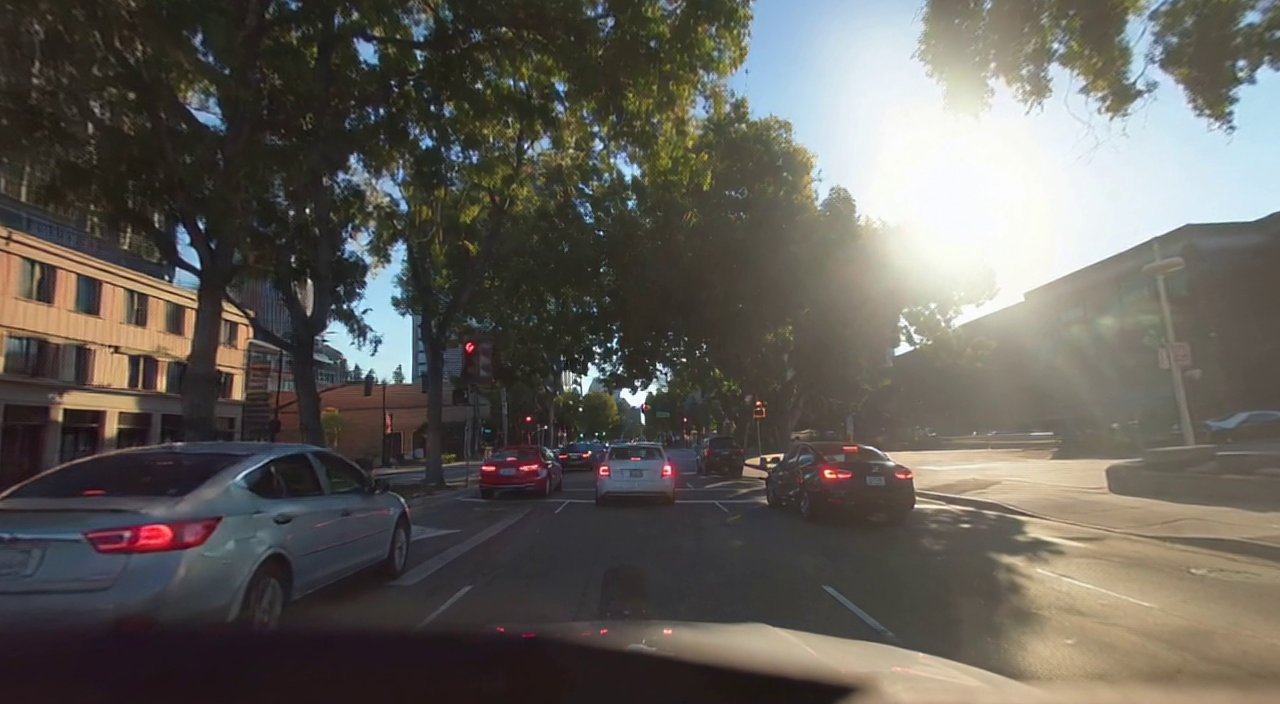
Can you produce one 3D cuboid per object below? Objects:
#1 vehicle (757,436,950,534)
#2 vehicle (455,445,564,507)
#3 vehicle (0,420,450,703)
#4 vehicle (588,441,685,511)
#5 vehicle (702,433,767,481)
[{"bbox_3d":[3.706,2.382,11.976,1.990,1.486,4.431,0,-8,-2],"label":"vehicle"},{"bbox_3d":[-3.394,3.283,17.258,2.002,1.465,4.098,-1,-8,2],"label":"vehicle"},{"bbox_3d":[-3.315,1.403,5.236,2.038,1.481,4.379,0,-8,1],"label":"vehicle"},{"bbox_3d":[-0.138,2.974,15.669,2.101,1.480,3.929,0,-8,-2],"label":"vehicle"},{"bbox_3d":[4.186,4.789,28.986,2.142,1.957,5.443,0,-8,0],"label":"vehicle"}]
